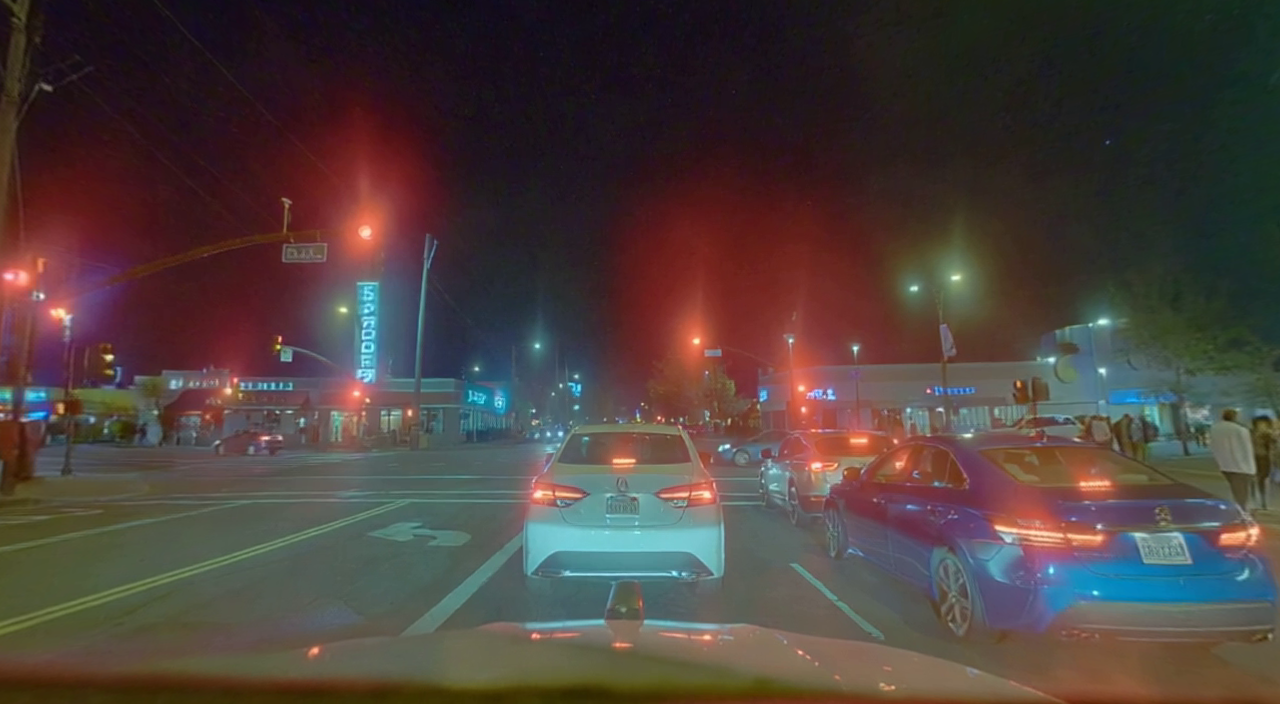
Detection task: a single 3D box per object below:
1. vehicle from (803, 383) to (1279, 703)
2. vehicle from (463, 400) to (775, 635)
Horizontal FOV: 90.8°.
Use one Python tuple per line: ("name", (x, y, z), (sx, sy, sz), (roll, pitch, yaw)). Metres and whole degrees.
("vehicle", (3.036, 1.307, 5.440), (1.983, 1.654, 4.354), (0, -8, -1))
("vehicle", (-0.144, 1.477, 6.738), (2.123, 1.589, 4.702), (0, -8, 0))
